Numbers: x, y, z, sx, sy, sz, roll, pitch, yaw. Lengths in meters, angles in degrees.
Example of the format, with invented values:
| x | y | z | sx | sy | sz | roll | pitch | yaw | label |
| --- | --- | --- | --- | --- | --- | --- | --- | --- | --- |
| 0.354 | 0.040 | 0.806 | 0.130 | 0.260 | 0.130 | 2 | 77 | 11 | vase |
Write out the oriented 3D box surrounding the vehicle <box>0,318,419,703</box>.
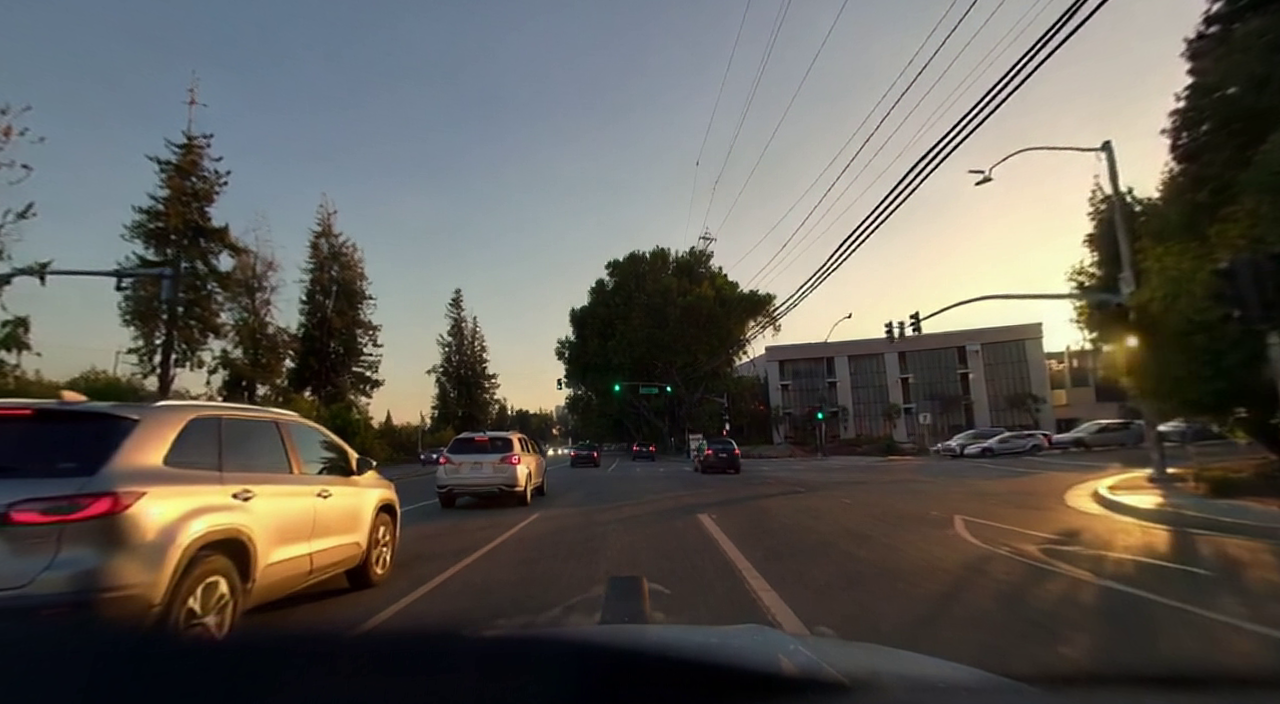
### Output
| x | y | z | sx | sy | sz | roll | pitch | yaw | label |
| --- | --- | --- | --- | --- | --- | --- | --- | --- | --- |
| -3.411 | 1.057 | 4.340 | 2.127 | 1.754 | 4.287 | 0 | -8 | 1 | vehicle |

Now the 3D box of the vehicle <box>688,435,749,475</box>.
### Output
| x | y | z | sx | sy | sz | roll | pitch | yaw | label |
| --- | --- | --- | --- | --- | --- | --- | --- | --- | --- |
| 3.585 | 4.815 | 29.645 | 2.201 | 1.734 | 4.564 | 0 | -8 | 0 | vehicle |

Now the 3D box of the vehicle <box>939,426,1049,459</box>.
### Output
| x | y | z | sx | sy | sz | roll | pitch | yaw | label |
| --- | --- | --- | --- | --- | --- | --- | --- | --- | --- |
| 19.802 | 5.071 | 35.367 | 5.033 | 1.802 | 1.928 | 0 | -9 | -5 | vehicle |

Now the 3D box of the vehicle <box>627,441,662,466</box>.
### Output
| x | y | z | sx | sy | sz | roll | pitch | yaw | label |
| --- | --- | --- | --- | --- | --- | --- | --- | --- | --- |
| 0.282 | 6.629 | 41.320 | 2.185 | 1.515 | 4.215 | 0 | -8 | 1 | vehicle |

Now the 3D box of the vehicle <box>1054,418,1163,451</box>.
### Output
| x | y | z | sx | sy | sz | roll | pitch | yaw | label |
| --- | --- | --- | --- | --- | --- | --- | --- | --- | --- |
| 26.305 | 4.655 | 35.515 | 4.439 | 1.748 | 2.037 | 0 | -8 | 1 | vehicle |

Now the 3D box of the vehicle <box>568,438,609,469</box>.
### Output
| x | y | z | sx | sy | sz | roll | pitch | yaw | label |
| --- | --- | --- | --- | --- | --- | --- | --- | --- | --- |
| -2.933 | 5.872 | 36.583 | 1.900 | 1.677 | 4.128 | 0 | -8 | 2 | vehicle |

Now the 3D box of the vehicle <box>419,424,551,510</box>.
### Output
| x | y | z | sx | sy | sz | roll | pitch | yaw | label |
| --- | --- | --- | --- | --- | --- | --- | --- | --- | --- |
| -3.491 | 2.680 | 15.152 | 1.958 | 1.744 | 4.315 | 0 | -8 | 2 | vehicle |
